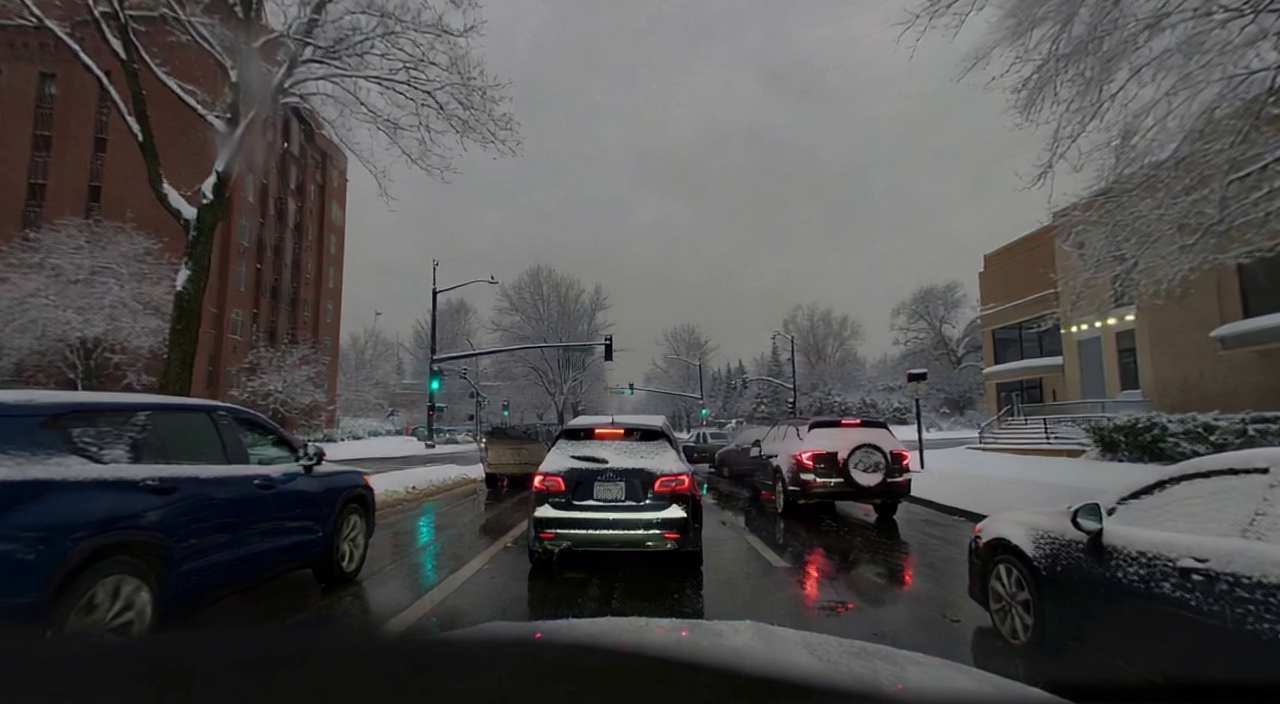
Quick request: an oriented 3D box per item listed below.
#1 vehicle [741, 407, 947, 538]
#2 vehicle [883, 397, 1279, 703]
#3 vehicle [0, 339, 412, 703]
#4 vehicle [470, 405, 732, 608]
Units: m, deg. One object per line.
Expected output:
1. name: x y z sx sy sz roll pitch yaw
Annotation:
1. vehicle: 3.326 2.087 11.532 2.117 1.879 4.715 0 -8 -1
2. vehicle: 3.245 1.069 3.381 2.045 1.459 4.462 0 -8 -1
3. vehicle: -3.759 1.138 4.867 2.141 1.718 4.809 0 -8 0
4. vehicle: -0.366 1.585 7.421 2.114 1.631 4.459 0 -8 -1
